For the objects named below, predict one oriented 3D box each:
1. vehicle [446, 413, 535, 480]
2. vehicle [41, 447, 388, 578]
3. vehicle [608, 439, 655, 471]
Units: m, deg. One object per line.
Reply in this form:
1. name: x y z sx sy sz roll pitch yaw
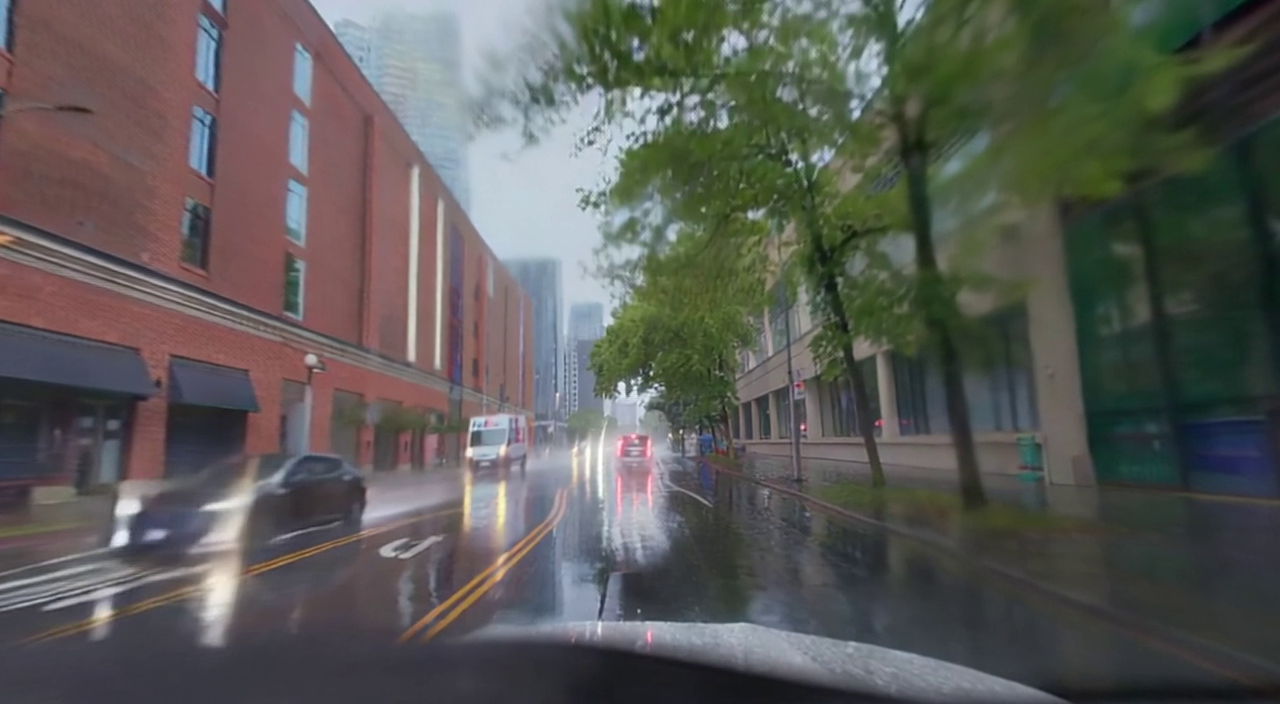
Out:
1. vehicle: -7.542 4.905 32.935 2.754 3.065 7.103 0 -8 1
2. vehicle: -5.837 2.193 9.570 2.039 1.484 4.391 -1 -8 3
3. vehicle: -0.369 5.540 34.092 2.356 1.572 4.810 0 -8 1
